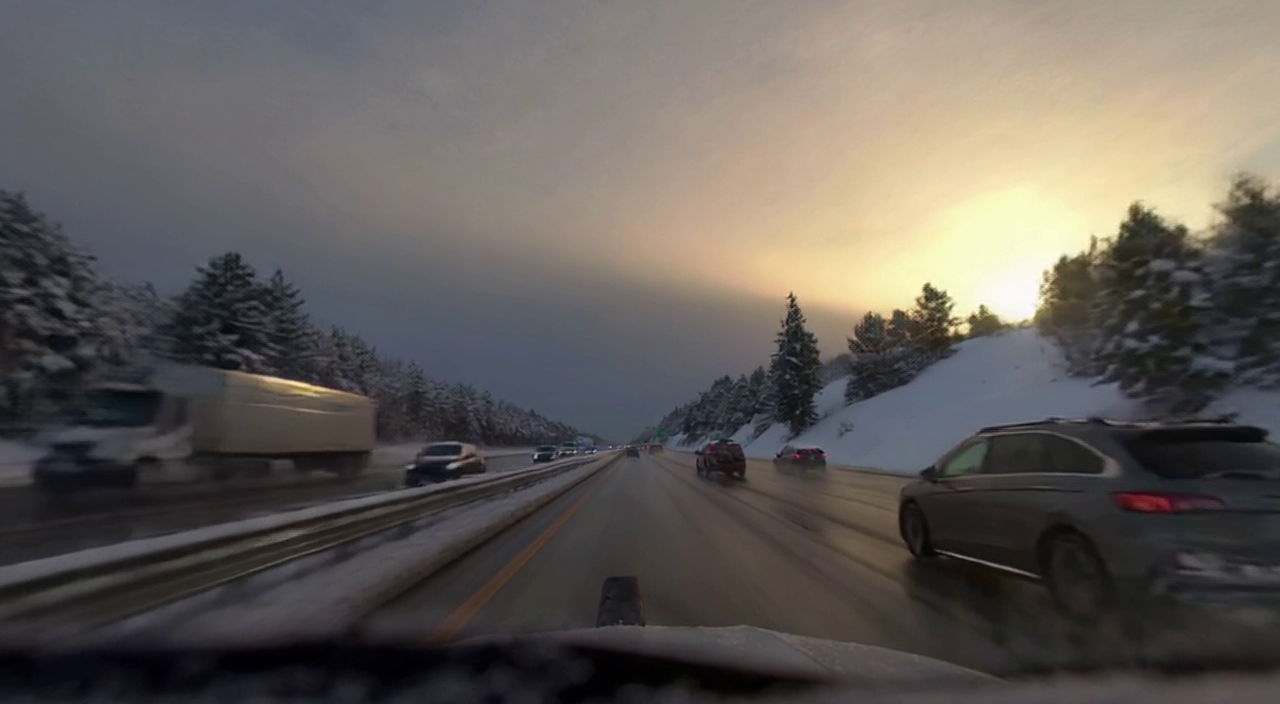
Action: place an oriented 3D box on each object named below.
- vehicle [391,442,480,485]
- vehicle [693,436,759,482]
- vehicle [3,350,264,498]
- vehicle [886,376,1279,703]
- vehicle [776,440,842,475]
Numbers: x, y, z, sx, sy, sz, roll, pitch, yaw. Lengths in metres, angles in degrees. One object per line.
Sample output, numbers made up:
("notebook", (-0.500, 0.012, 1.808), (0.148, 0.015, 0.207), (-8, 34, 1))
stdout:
("vehicle", (-7.819, 4.302, 24.614), (1.935, 1.490, 4.453), (0, -9, 0))
("vehicle", (3.546, 4.515, 26.873), (2.070, 1.751, 4.576), (0, -9, -1))
("vehicle", (-15.365, 2.363, 19.967), (3.045, 3.960, 5.980), (0, -9, 0))
("vehicle", (3.638, 1.208, 4.536), (2.023, 1.603, 4.159), (0, -9, 0))
("vehicle", (8.541, 5.399, 32.366), (2.018, 1.636, 4.510), (0, -9, -1))
